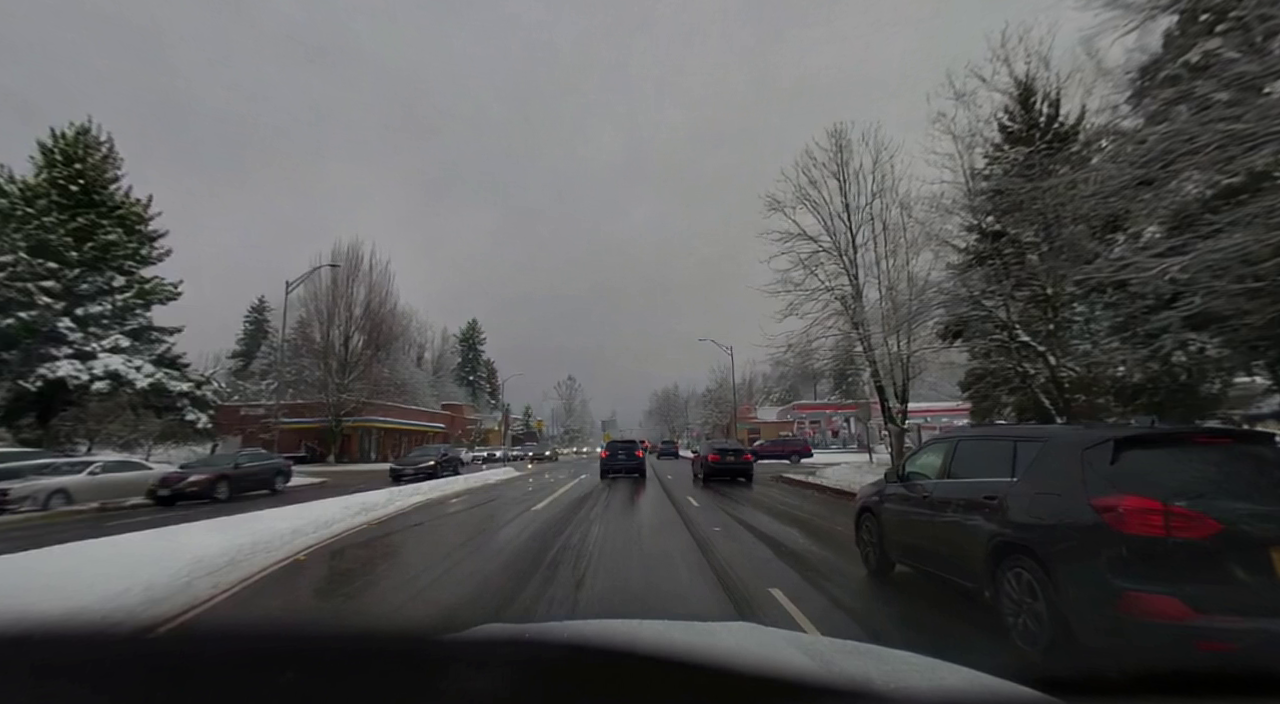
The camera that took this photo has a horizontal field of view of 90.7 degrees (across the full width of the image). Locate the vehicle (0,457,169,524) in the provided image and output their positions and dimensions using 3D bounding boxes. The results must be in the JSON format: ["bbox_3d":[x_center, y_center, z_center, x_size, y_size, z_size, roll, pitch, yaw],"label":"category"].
[{"bbox_3d":[-15.222,3.589,16.923,1.846,1.463,4.461,0,-8,-1],"label":"vehicle"}]

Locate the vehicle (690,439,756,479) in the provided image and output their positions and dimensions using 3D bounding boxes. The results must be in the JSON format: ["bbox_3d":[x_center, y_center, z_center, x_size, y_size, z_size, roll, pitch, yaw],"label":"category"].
[{"bbox_3d":[3.311,4.354,25.996,2.060,1.471,4.168,0,-8,-1],"label":"vehicle"}]

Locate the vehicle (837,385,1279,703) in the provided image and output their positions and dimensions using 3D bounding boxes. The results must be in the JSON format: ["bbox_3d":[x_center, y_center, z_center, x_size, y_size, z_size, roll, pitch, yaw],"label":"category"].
[{"bbox_3d":[3.169,1.191,4.485,2.097,1.502,4.470,0,-8,0],"label":"vehicle"}]

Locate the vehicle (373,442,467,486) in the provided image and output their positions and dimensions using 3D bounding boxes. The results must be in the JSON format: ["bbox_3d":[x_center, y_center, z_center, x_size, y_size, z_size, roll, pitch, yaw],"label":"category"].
[{"bbox_3d":[-8.372,4.287,24.595,2.050,1.503,4.350,0,-8,1],"label":"vehicle"}]

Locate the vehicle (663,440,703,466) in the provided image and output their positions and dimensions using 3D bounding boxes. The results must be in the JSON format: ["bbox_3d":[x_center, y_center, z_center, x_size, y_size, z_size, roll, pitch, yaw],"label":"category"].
[{"bbox_3d":[2.663,6.302,39.744,2.098,1.527,3.966,0,-8,-2],"label":"vehicle"}]

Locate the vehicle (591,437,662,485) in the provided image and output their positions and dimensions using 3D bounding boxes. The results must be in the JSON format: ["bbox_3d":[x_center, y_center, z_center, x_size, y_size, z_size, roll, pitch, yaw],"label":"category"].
[{"bbox_3d":[-0.475,3.798,22.402,2.232,1.508,4.319,0,-8,-1],"label":"vehicle"}]

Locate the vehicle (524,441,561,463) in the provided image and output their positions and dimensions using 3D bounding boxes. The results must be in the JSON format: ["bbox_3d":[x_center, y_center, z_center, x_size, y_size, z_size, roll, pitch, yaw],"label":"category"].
[{"bbox_3d":[-7.407,7.653,48.435,2.085,1.610,4.085,0,-8,1],"label":"vehicle"}]

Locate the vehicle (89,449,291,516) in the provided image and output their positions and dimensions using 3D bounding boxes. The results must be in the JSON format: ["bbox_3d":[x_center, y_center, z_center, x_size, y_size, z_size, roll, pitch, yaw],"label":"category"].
[{"bbox_3d":[-11.576,3.337,16.798,2.028,1.469,4.533,0,-8,0],"label":"vehicle"}]

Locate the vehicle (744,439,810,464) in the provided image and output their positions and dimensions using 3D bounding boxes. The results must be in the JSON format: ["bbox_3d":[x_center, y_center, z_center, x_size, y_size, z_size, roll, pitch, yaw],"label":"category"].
[{"bbox_3d":[9.793,7.109,45.229,4.464,1.755,2.236,-2,-9,14],"label":"vehicle"}]
